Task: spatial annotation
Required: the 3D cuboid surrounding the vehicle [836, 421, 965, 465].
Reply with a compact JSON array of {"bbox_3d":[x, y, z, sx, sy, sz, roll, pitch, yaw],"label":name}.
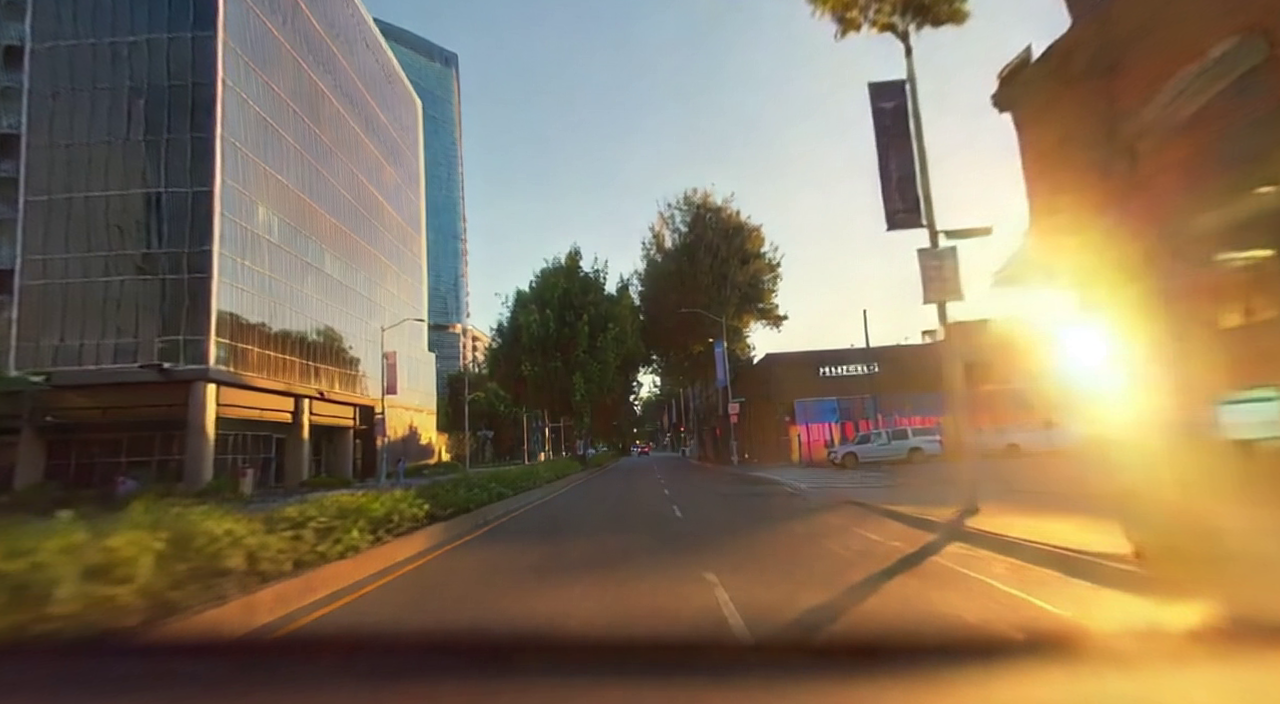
[{"bbox_3d":[11.267,4.017,27.682,4.694,1.826,2.226,-1,-9,8],"label":"vehicle"}]
